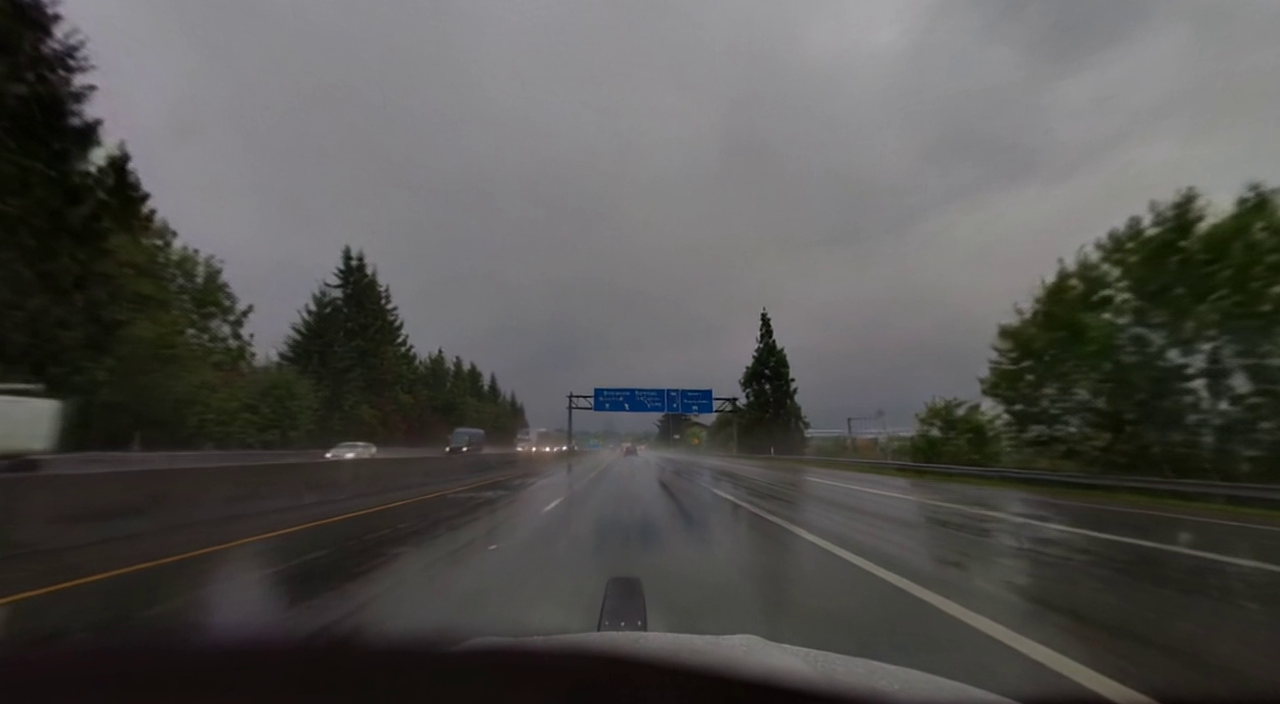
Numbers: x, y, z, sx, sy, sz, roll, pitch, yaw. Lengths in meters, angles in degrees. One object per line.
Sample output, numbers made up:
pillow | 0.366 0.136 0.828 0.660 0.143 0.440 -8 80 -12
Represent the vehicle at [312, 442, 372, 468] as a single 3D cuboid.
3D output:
vehicle | -16.748 5.803 35.578 1.645 1.417 3.633 0 -9 0
